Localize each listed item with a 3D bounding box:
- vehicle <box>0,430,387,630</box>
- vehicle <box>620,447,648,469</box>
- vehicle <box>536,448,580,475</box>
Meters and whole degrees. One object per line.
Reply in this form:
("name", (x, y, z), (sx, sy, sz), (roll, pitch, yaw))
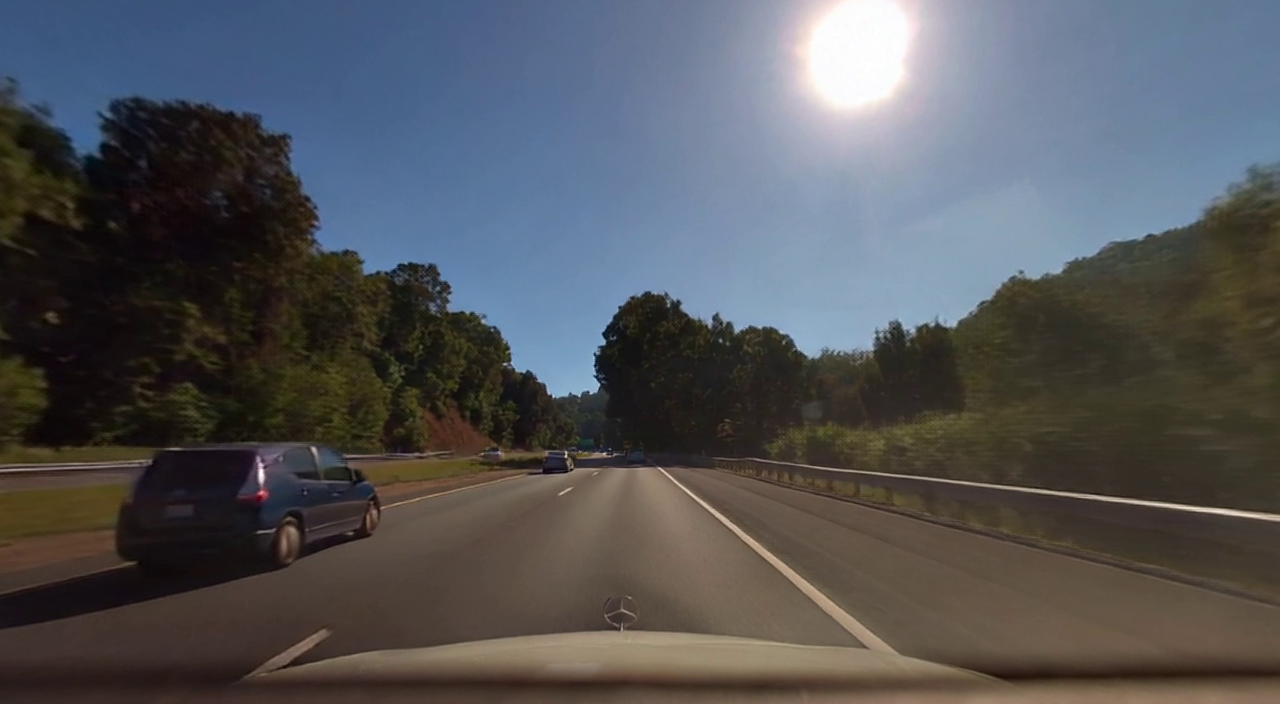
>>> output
("vehicle", (-4.637, 1.688, 7.044), (1.838, 1.508, 4.317), (0, -9, 0))
("vehicle", (-0.510, 8.261, 49.304), (2.070, 1.603, 4.806), (0, -9, -2))
("vehicle", (-4.738, 6.375, 37.024), (2.052, 1.468, 4.390), (0, -9, -1))
